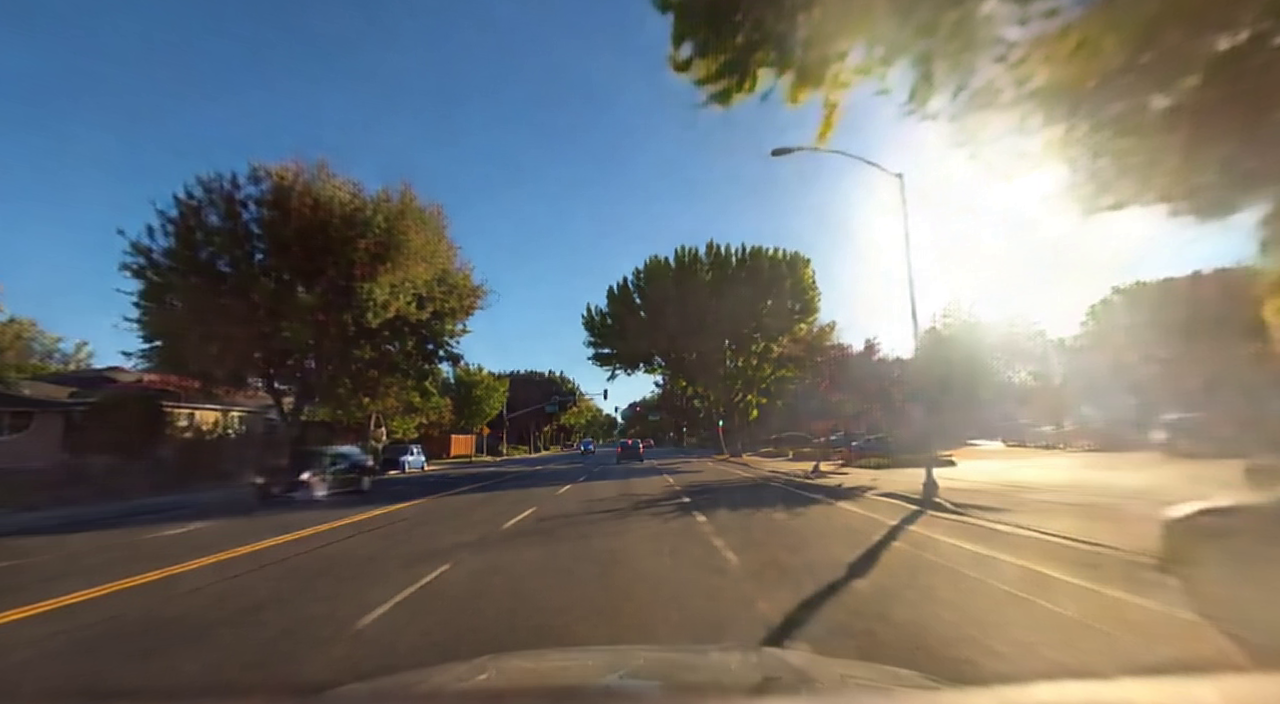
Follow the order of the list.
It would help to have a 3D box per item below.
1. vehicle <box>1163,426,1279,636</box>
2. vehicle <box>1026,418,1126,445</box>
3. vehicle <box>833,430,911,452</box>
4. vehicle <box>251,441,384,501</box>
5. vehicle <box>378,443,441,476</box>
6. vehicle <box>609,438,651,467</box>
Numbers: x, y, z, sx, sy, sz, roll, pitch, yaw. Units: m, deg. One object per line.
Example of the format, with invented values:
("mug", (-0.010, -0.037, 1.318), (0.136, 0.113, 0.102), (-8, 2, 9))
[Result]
("vehicle", (5.794, 1.169, 3.620), (1.926, 1.555, 4.106), (0, -9, -3))
("vehicle", (27.343, 5.019, 39.768), (4.736, 1.646, 2.037), (0, -9, 0))
("vehicle", (16.260, 6.257, 44.439), (4.658, 1.495, 1.978), (0, -9, -2))
("vehicle", (-9.871, 3.647, 19.793), (1.945, 1.629, 4.197), (0, -9, 0))
("vehicle", (-13.261, 6.205, 36.623), (1.957, 1.754, 4.393), (0, -9, 0))
("vehicle", (-0.549, 5.320, 33.541), (2.104, 1.462, 3.991), (0, -9, -1))
